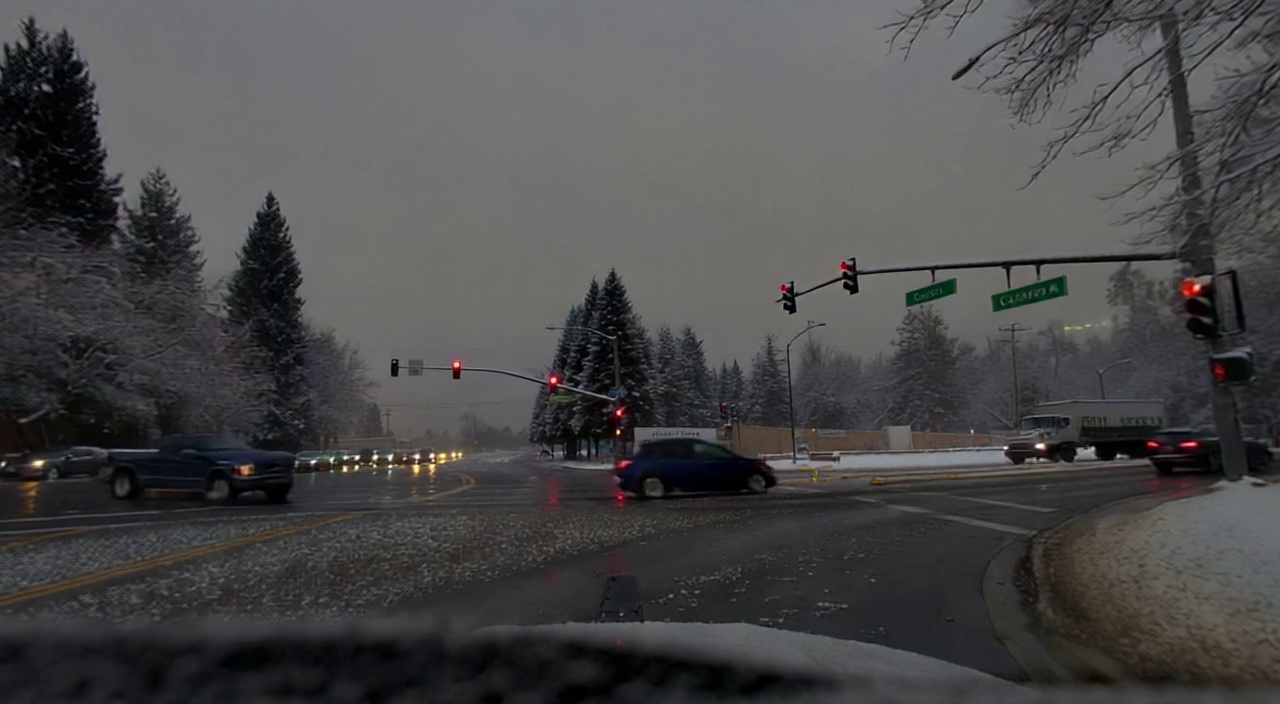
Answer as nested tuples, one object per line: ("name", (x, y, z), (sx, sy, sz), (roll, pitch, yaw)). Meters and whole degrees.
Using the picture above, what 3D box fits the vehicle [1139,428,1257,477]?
("vehicle", (20.434, 3.656, 23.100), (4.281, 1.621, 1.903), (5, -10, -31))

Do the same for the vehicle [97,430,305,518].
("vehicle", (-11.630, 3.099, 16.611), (5.896, 1.937, 2.358), (-6, -10, 33))

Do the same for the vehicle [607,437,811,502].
("vehicle", (1.569, 2.874, 15.696), (4.728, 1.471, 1.957), (0, -9, -4))

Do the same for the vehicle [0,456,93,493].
("vehicle", (-31.185, 6.261, 32.640), (2.142, 1.723, 4.692), (1, -9, -9))
